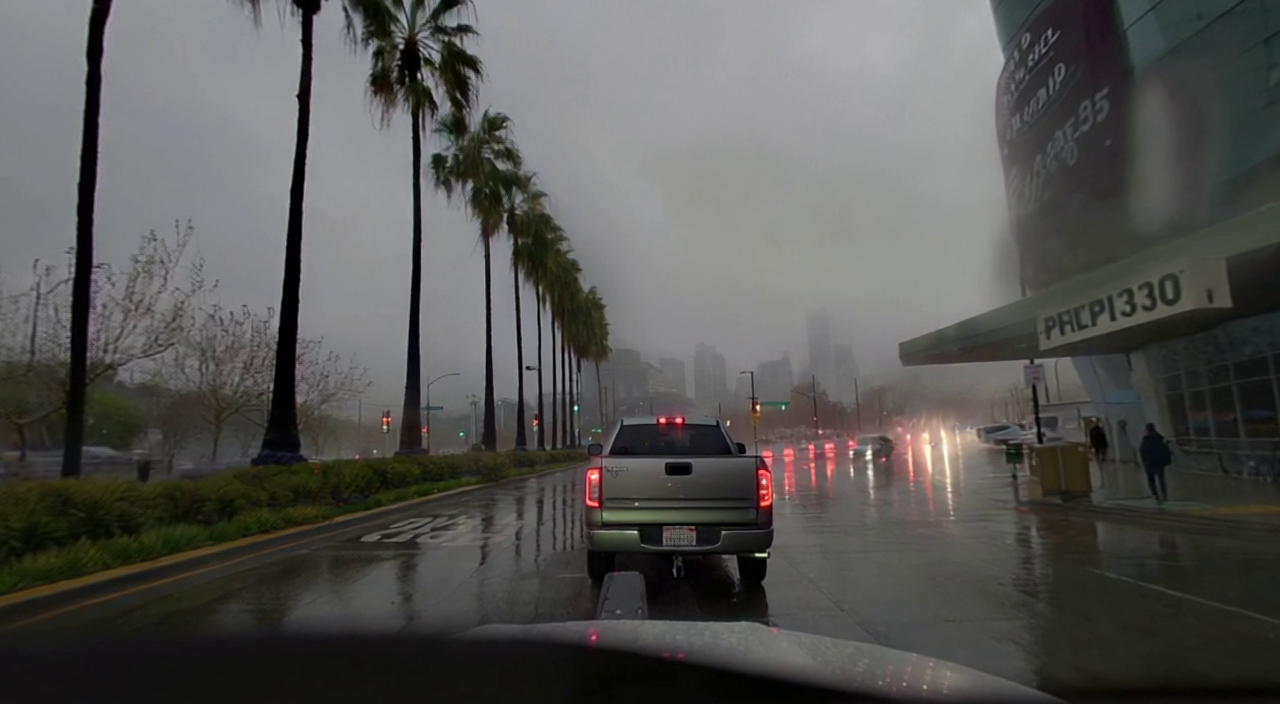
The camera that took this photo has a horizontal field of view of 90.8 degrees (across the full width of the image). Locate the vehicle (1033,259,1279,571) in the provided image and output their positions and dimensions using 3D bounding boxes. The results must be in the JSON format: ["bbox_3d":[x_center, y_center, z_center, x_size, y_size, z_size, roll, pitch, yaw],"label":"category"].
[{"bbox_3d":[7.850,0.851,8.559,2.666,3.345,3.622,-4,-9,7],"label":"vehicle"}]

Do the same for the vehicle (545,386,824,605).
[{"bbox_3d":[0.415,1.584,7.969,2.311,1.819,5.255,0,-8,1],"label":"vehicle"}]
